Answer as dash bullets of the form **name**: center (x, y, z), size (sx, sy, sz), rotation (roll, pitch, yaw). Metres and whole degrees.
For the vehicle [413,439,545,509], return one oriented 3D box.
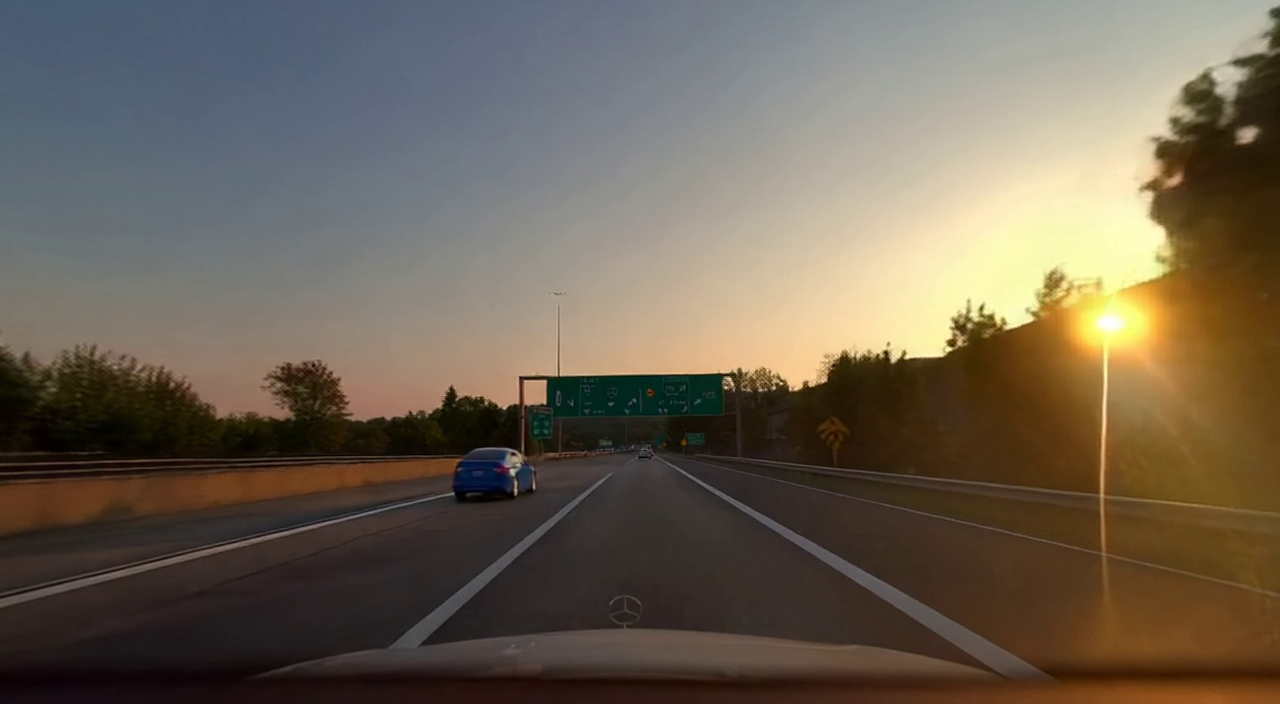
- **vehicle**: center (-3.968, 3.103, 16.461), size (2.160, 1.552, 4.592), rotation (0, -9, 1)
